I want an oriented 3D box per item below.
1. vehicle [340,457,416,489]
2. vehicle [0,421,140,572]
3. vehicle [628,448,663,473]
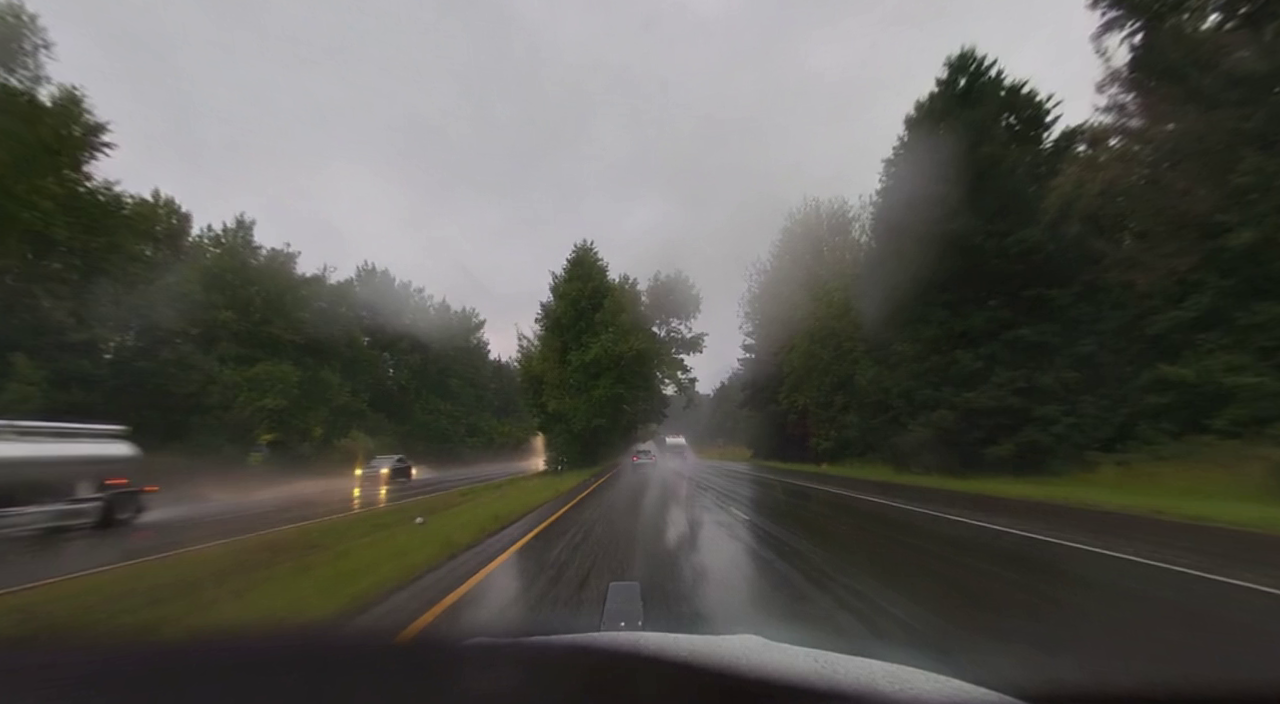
[{"bbox_3d":[-13.325,6.143,32.377,1.959,1.471,4.543,0,-9,0],"label":"vehicle"},{"bbox_3d":[-8.738,1.651,7.031,2.123,1.784,5.057,0,-9,0],"label":"vehicle"},{"bbox_3d":[0.295,6.248,36.498,1.926,1.386,3.615,0,-9,-1],"label":"vehicle"}]
